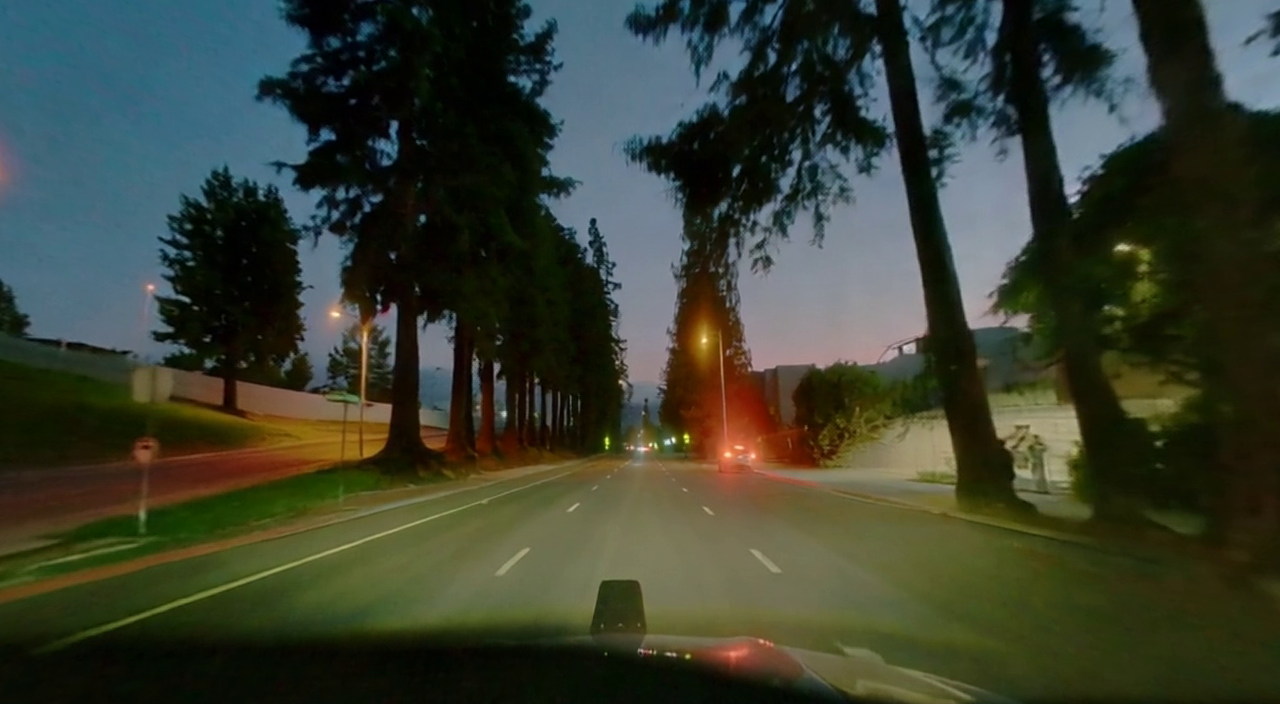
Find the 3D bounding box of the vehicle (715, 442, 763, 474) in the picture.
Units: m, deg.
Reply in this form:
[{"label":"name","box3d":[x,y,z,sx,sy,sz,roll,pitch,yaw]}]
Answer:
[{"label":"vehicle","box3d":[6.003,6.483,38.863,2.177,1.788,5.106,0,-8,1]}]

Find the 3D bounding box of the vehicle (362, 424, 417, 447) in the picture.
[{"label":"vehicle","box3d":[-16.958,5.733,42.957,1.960,1.436,4.584,0,-8,-1]}]
